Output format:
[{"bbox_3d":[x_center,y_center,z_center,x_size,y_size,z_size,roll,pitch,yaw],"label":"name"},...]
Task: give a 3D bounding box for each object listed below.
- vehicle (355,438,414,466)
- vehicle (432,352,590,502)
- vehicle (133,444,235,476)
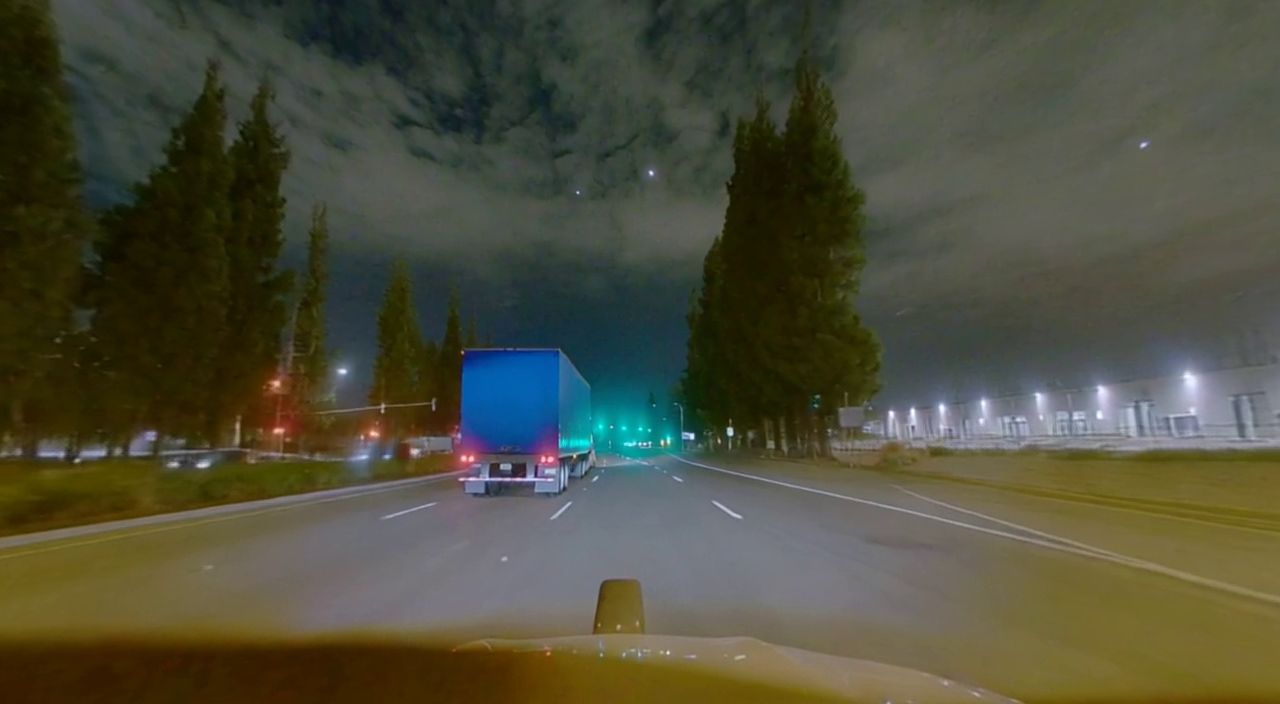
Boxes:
[{"bbox_3d":[-16.234,6.391,40.396,2.157,1.680,4.524,0,-9,-4],"label":"vehicle"},{"bbox_3d":[-3.247,2.304,18.609,2.910,3.419,8.376,0,-8,0],"label":"vehicle"},{"bbox_3d":[-22.150,5.223,30.942,1.875,1.436,4.365,0,-8,-3],"label":"vehicle"}]
